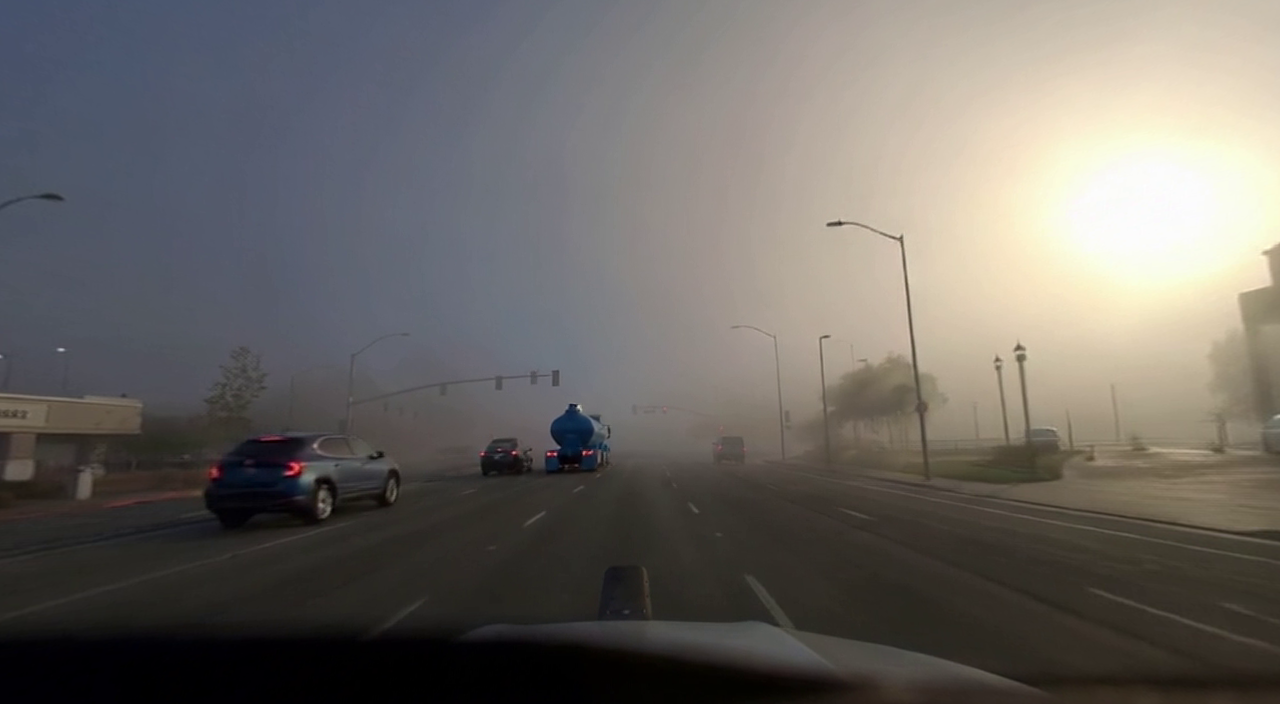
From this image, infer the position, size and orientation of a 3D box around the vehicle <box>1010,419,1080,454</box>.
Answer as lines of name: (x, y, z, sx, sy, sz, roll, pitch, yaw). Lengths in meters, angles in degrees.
vehicle: (23.441, 4.912, 36.388, 2.380, 1.890, 5.620, -7, -11, 41)

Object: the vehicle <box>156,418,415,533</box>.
vehicle: (-6.314, 2.245, 12.098, 2.179, 1.750, 4.621, 0, -8, 1)

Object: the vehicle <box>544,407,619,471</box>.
vehicle: (-2.983, 5.160, 37.023, 2.841, 3.004, 14.901, 0, -8, 1)

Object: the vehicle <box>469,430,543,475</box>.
vehicle: (-6.421, 4.907, 30.954, 2.375, 1.989, 5.497, 0, -8, 1)

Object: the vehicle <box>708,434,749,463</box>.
vehicle: (6.097, 6.728, 43.975, 2.093, 1.926, 4.749, 0, -8, -2)
